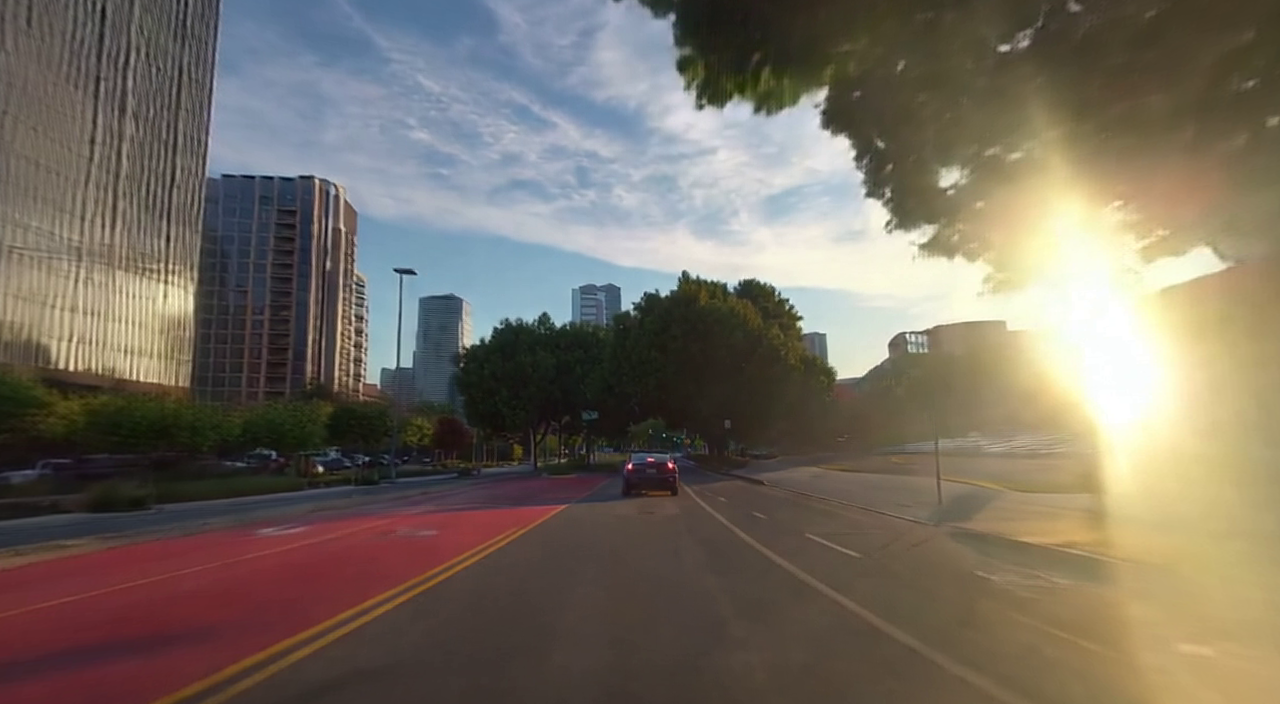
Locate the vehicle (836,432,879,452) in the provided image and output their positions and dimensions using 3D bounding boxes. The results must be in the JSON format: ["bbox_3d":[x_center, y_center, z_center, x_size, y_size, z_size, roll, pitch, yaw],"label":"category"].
[{"bbox_3d":[16.202,6.767,47.146,1.979,1.460,3.848,-1,-9,2],"label":"vehicle"}]

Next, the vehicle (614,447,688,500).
[{"bbox_3d":[0.298,3.728,19.759,2.063,1.442,4.135,0,-9,0],"label":"vehicle"}]
